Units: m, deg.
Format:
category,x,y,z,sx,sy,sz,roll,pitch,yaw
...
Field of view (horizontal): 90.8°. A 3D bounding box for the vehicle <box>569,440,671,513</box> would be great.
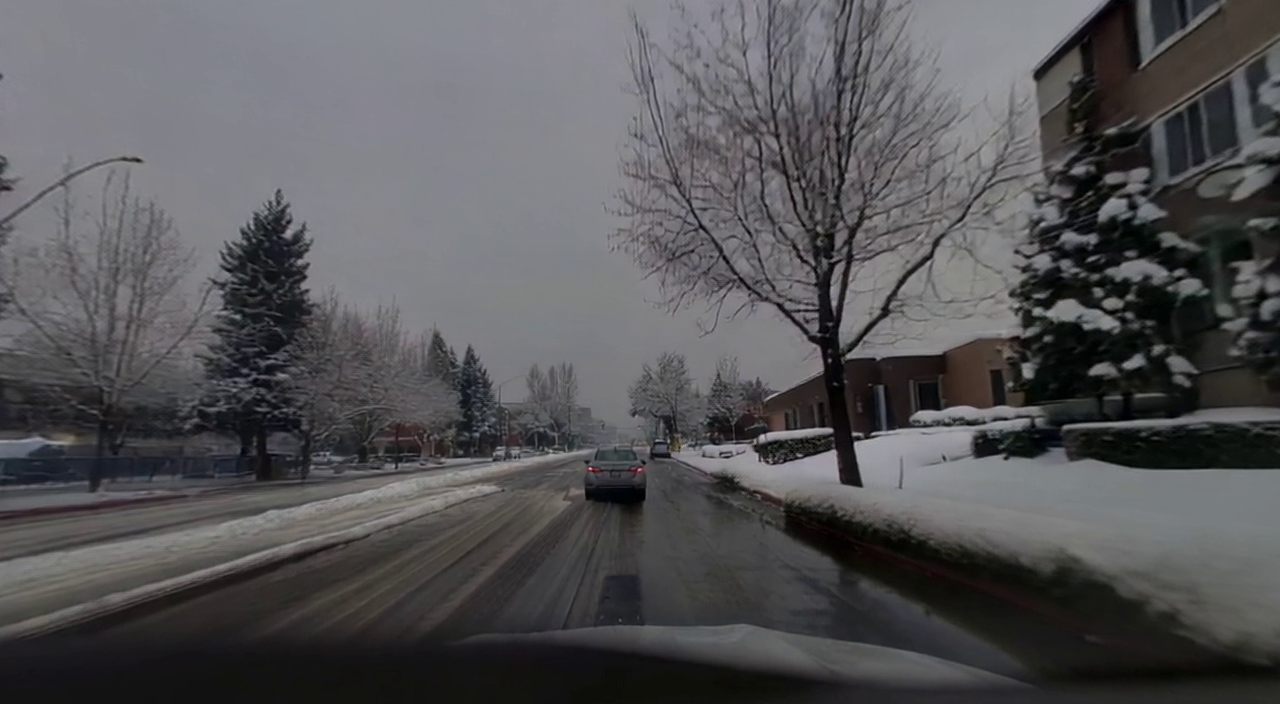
category,x,y,z,sx,sy,sz,roll,pitch,yaw
vehicle,-0.506,2.924,15.333,2.116,1.479,4.358,0,-9,-2
